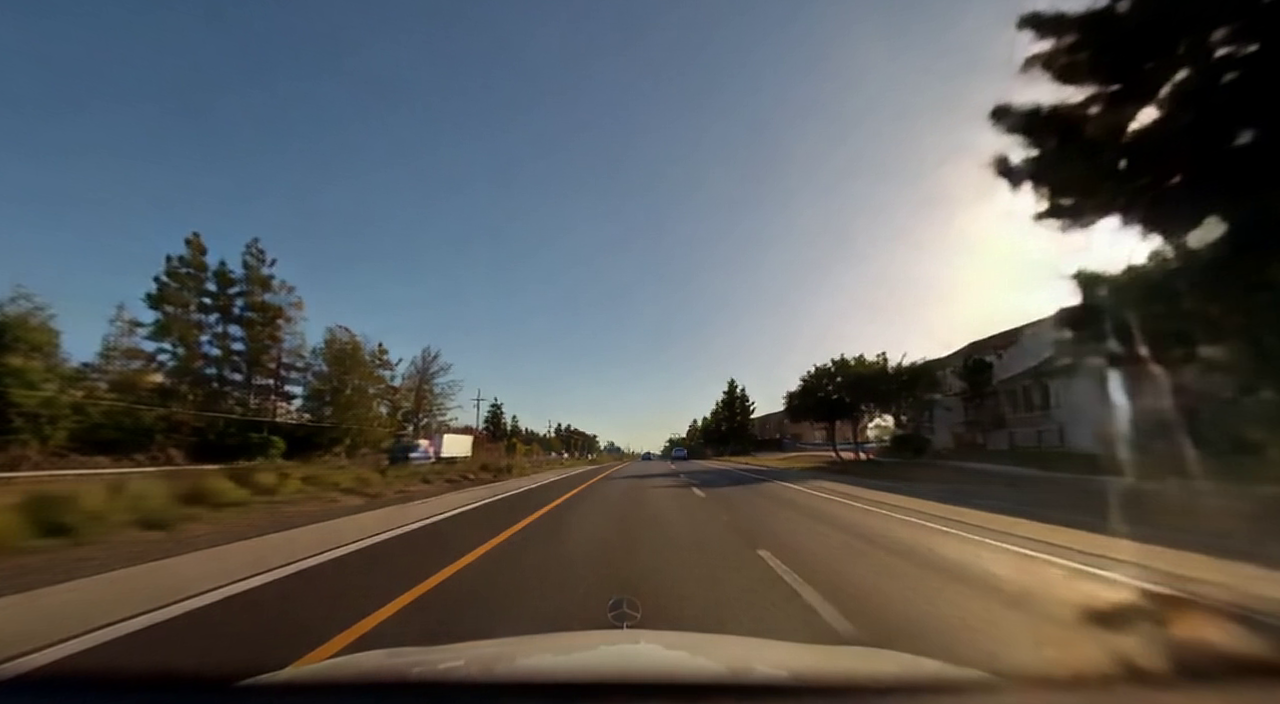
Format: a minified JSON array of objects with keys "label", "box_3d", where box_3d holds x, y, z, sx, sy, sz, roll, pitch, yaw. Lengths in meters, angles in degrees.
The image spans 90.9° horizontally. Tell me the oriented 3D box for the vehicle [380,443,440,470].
[{"label":"vehicle","box_3d":[-17.375,7.933,47.977,2.203,1.902,5.750,-1,-9,2]}]
